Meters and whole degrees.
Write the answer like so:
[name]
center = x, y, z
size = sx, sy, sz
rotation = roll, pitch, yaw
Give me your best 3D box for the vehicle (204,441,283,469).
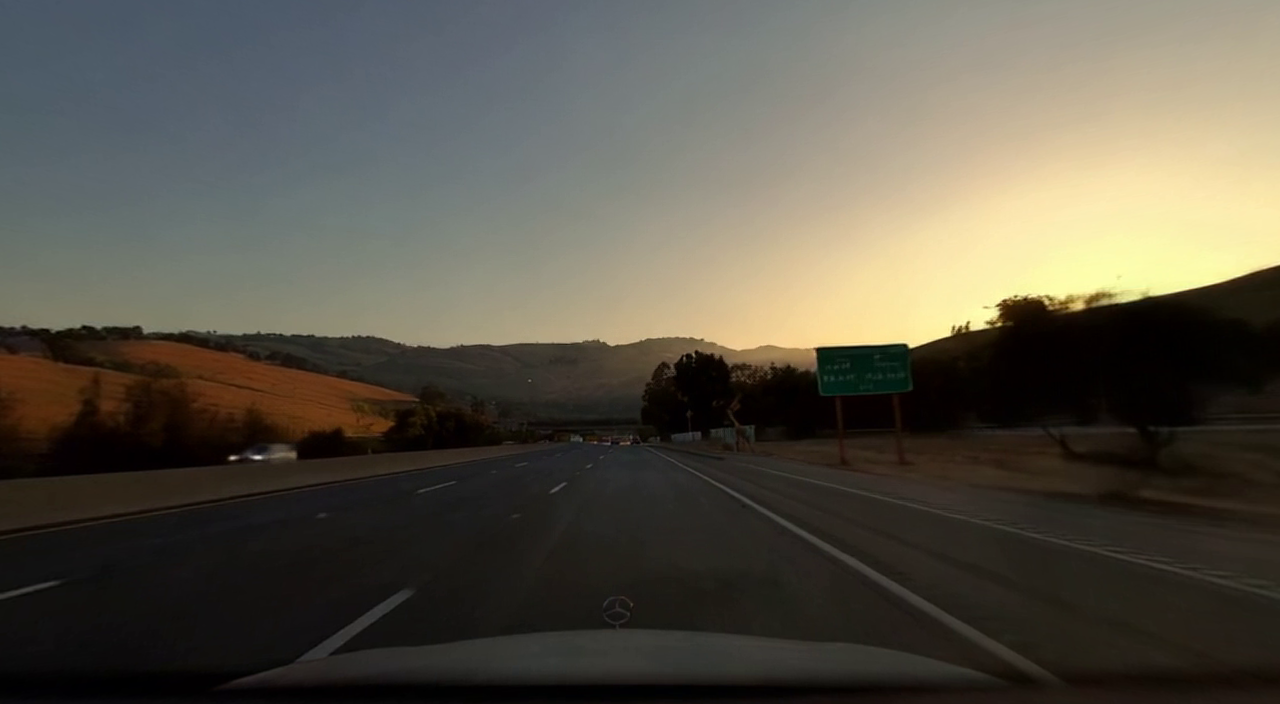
[vehicle]
center = -23.750, 6.172, 37.888
size = 1.963, 1.533, 4.321
rotation = 0, -8, -1
